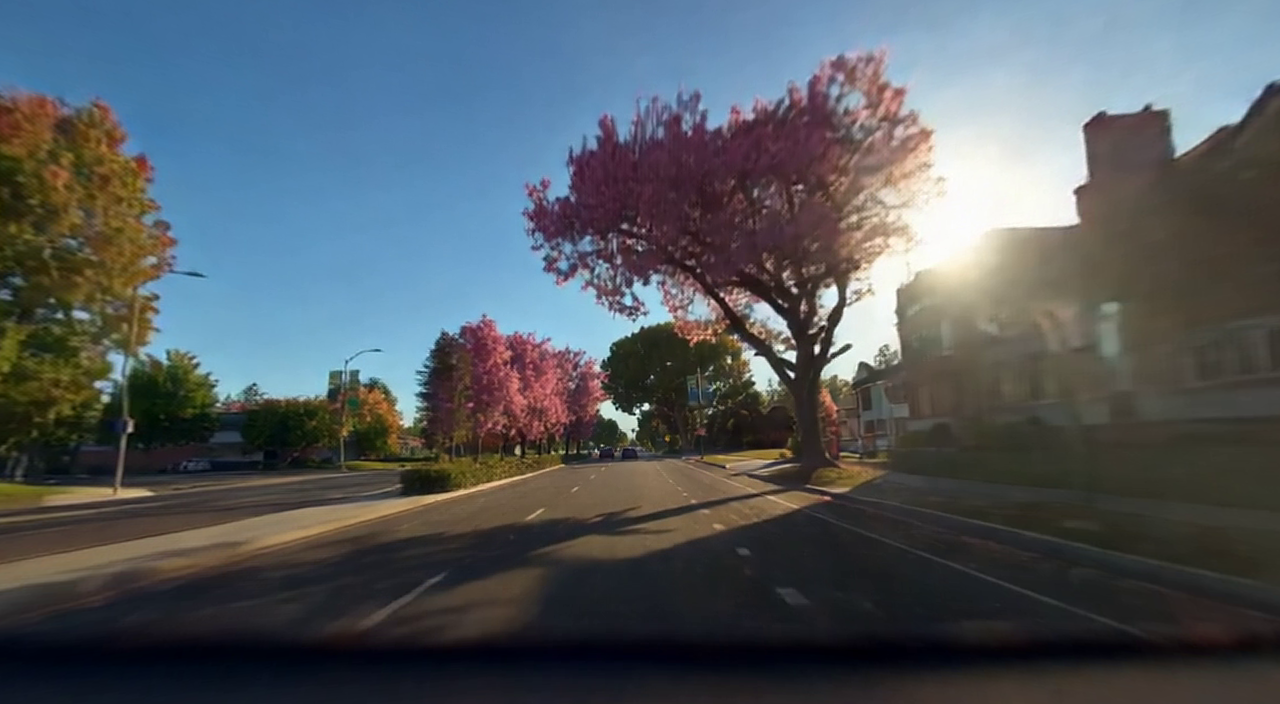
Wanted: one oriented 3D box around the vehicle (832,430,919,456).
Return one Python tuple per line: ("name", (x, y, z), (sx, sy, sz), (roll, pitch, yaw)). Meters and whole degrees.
("vehicle", (15.184, 5.889, 40.963), (4.877, 1.592, 1.913), (-1, -9, 2))
